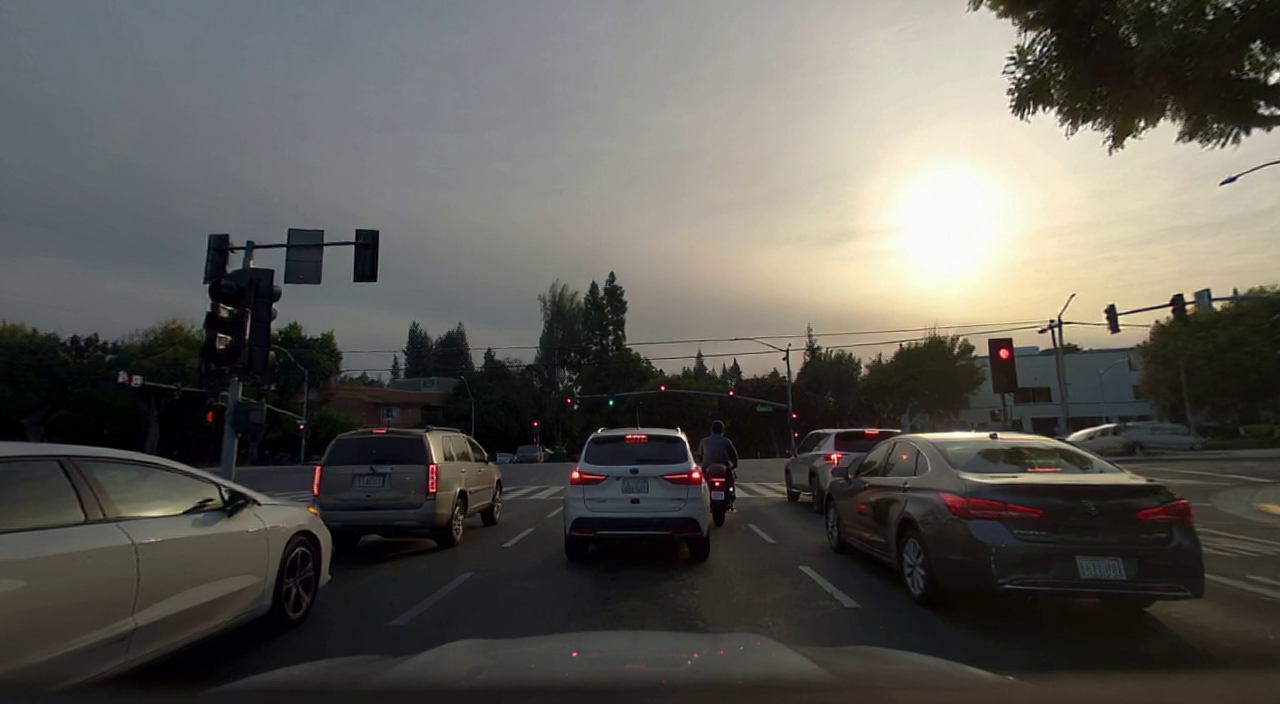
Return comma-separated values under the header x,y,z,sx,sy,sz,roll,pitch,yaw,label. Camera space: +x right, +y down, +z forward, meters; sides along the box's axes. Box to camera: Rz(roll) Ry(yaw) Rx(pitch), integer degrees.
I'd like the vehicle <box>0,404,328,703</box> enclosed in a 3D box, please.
x,y,z,sx,sy,sz,roll,pitch,yaw,label
-3.347,0.950,2.369,1.863,1.495,4.667,0,-8,1,vehicle

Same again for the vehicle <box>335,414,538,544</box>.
x,y,z,sx,sy,sz,roll,pitch,yaw,label
-3.223,2.116,11.158,2.048,1.805,4.405,0,-8,1,vehicle

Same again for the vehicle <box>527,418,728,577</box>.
x,y,z,sx,sy,sz,roll,pitch,yaw,label
-0.098,1.804,8.553,2.106,1.655,3.717,0,-8,1,vehicle

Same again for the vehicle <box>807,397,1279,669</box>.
x,y,z,sx,sy,sz,roll,pitch,yaw,label
3.235,1.441,6.193,2.006,1.659,4.462,0,-8,1,vehicle
